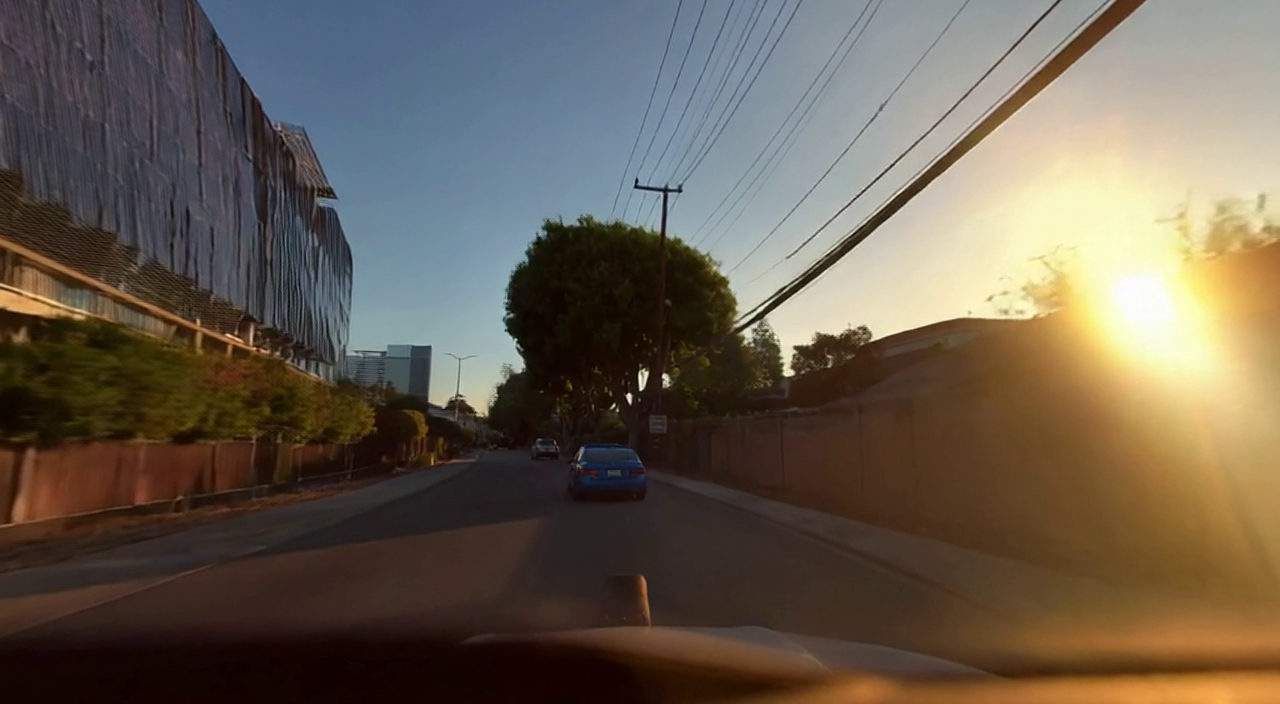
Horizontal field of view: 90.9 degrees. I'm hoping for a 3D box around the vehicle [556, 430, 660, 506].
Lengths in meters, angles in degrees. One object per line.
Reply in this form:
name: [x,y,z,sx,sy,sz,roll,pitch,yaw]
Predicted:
vehicle: [-0.844,2.630,14.603,2.060,1.487,3.920,1,-9,-6]
